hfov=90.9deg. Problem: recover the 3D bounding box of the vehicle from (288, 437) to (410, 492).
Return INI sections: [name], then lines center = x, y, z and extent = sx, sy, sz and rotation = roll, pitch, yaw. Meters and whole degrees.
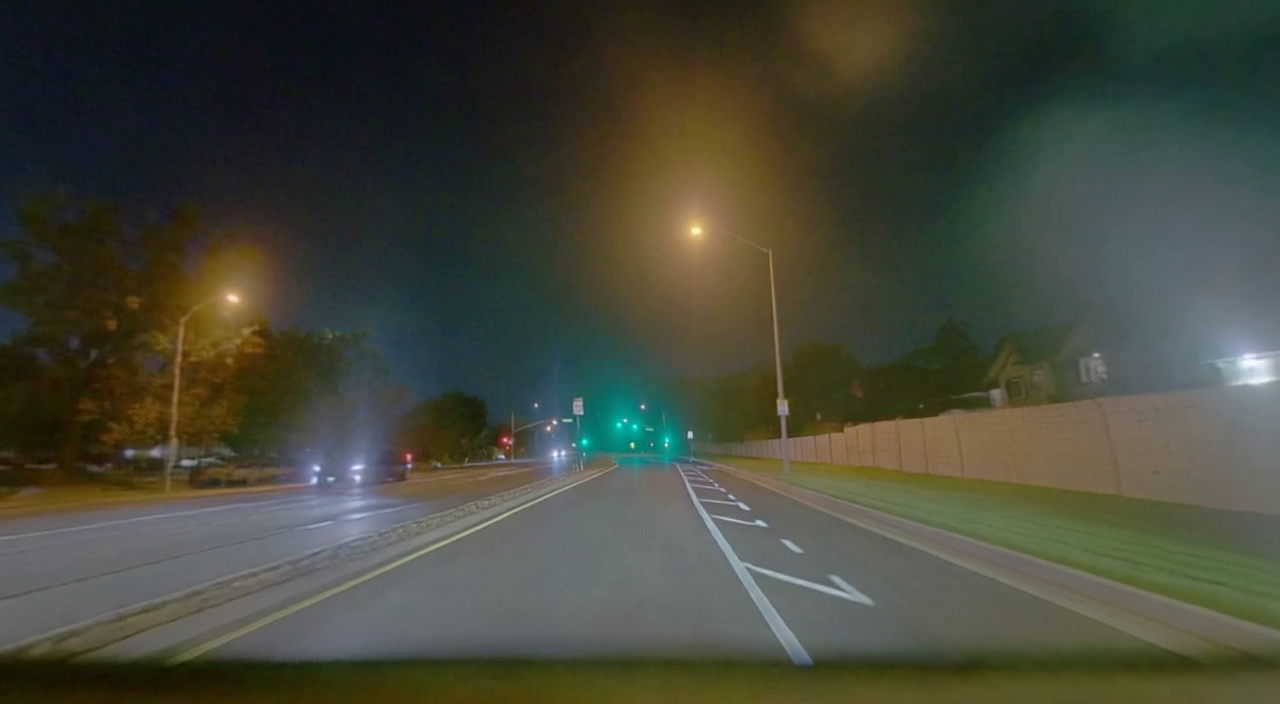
[vehicle]
center = -11.129, 4.315, 24.632
extent = 2.336, 1.905, 4.908
rotation = 0, -8, 1
